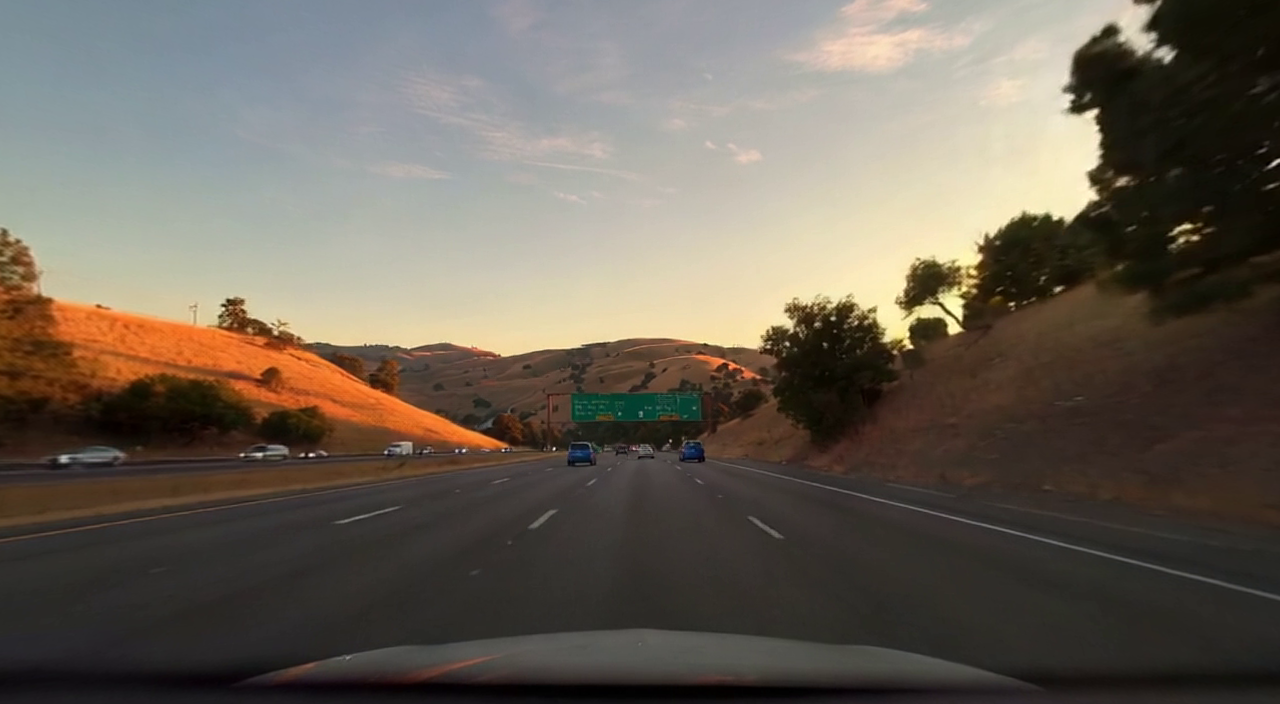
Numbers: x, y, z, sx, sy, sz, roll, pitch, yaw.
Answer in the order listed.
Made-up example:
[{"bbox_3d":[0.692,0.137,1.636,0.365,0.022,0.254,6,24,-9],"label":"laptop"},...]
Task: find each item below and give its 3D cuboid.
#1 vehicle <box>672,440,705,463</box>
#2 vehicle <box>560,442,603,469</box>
[{"bbox_3d":[3.664,7.629,48.624,2.168,1.681,4.279,0,-8,0],"label":"vehicle"},{"bbox_3d":[-3.492,6.271,38.475,2.159,1.562,4.441,0,-8,1],"label":"vehicle"}]
